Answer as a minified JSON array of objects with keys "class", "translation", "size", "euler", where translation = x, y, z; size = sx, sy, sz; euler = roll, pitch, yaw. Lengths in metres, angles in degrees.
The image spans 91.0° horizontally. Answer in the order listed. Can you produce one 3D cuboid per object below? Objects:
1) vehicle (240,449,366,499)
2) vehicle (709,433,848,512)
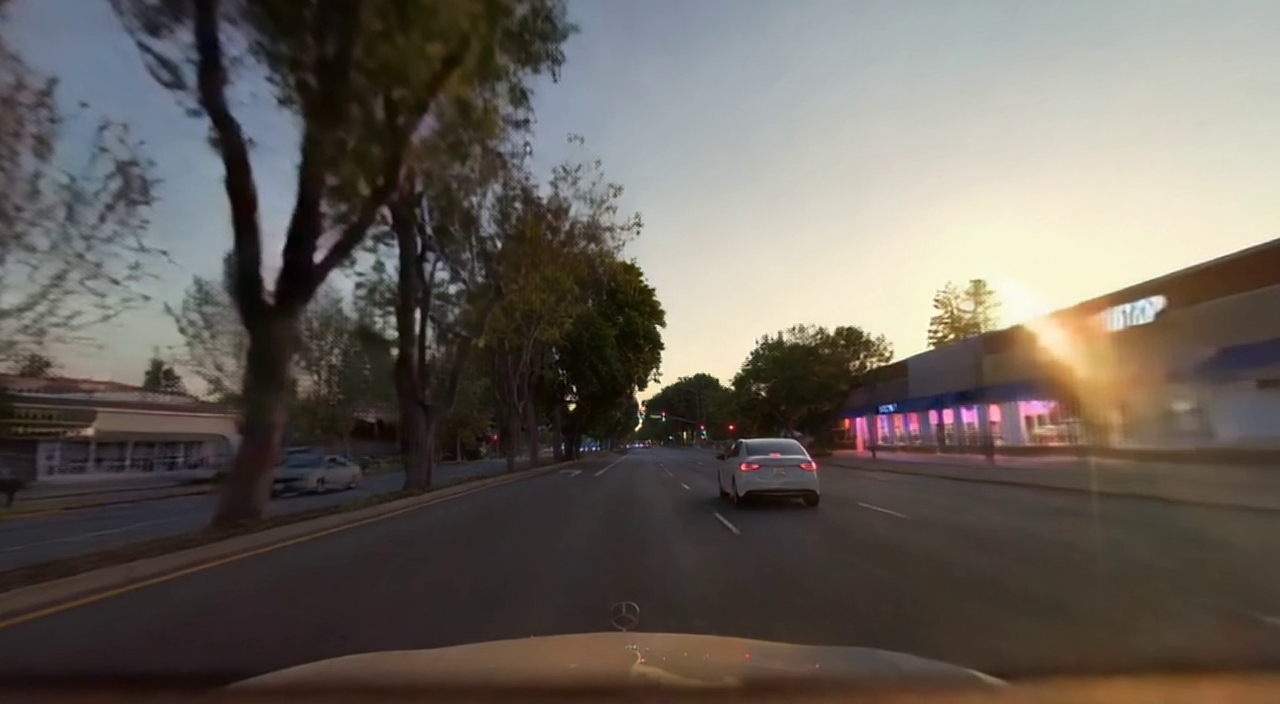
[{"class":"vehicle","translation":[-11.527,4.148,21.903],"size":[1.944,1.512,4.278],"euler":[0,-8,1]},{"class":"vehicle","translation":[2.867,2.611,14.140],"size":[2.015,1.479,4.444],"euler":[0,-8,-1]}]
